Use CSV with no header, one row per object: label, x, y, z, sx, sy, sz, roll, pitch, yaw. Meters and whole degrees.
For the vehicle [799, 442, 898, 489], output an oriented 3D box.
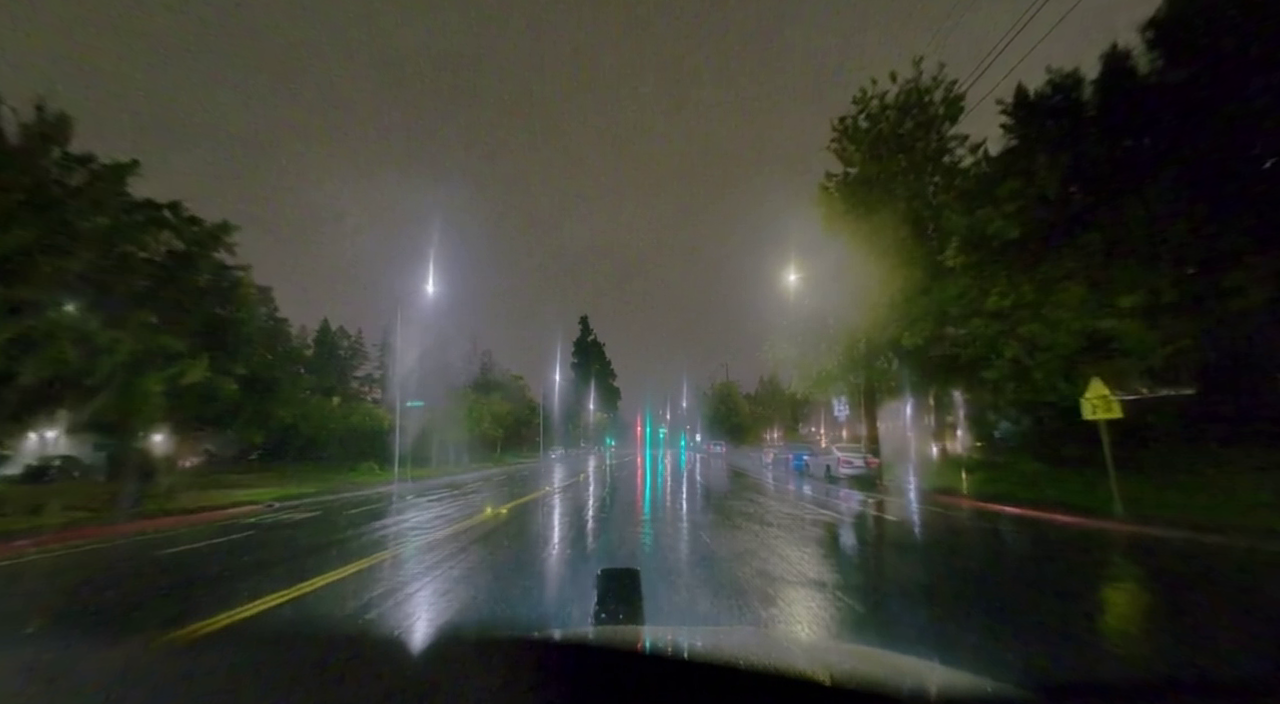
vehicle,7.168,3.928,22.302,1.940,1.481,4.650,0,-8,0
